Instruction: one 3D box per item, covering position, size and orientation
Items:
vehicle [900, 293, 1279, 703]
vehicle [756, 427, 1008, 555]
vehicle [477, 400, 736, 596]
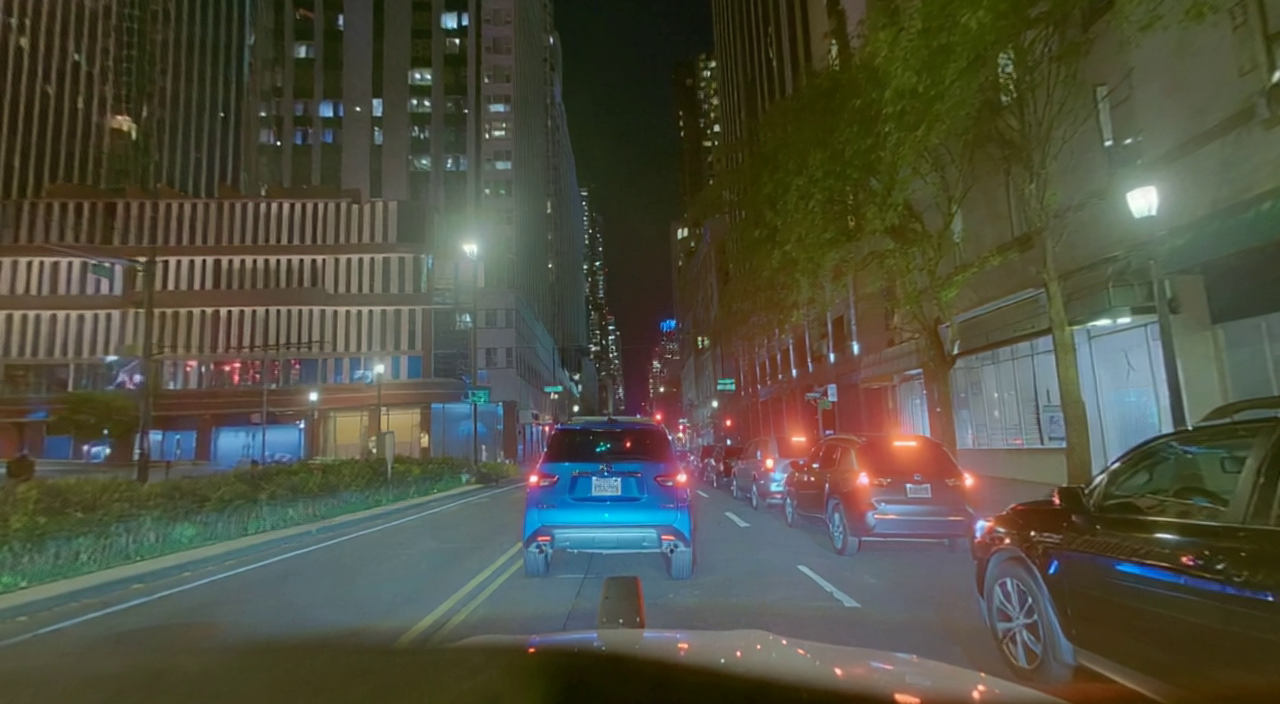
[{"bbox_3d":[2.997,0.750,2.244,2.063,1.760,4.664,0,-9,-1],"label":"vehicle"},{"bbox_3d":[3.286,1.983,9.804,1.941,1.482,4.632,0,-9,-2],"label":"vehicle"},{"bbox_3d":[-0.340,1.583,7.644,2.249,1.684,4.084,0,-9,-1],"label":"vehicle"}]
